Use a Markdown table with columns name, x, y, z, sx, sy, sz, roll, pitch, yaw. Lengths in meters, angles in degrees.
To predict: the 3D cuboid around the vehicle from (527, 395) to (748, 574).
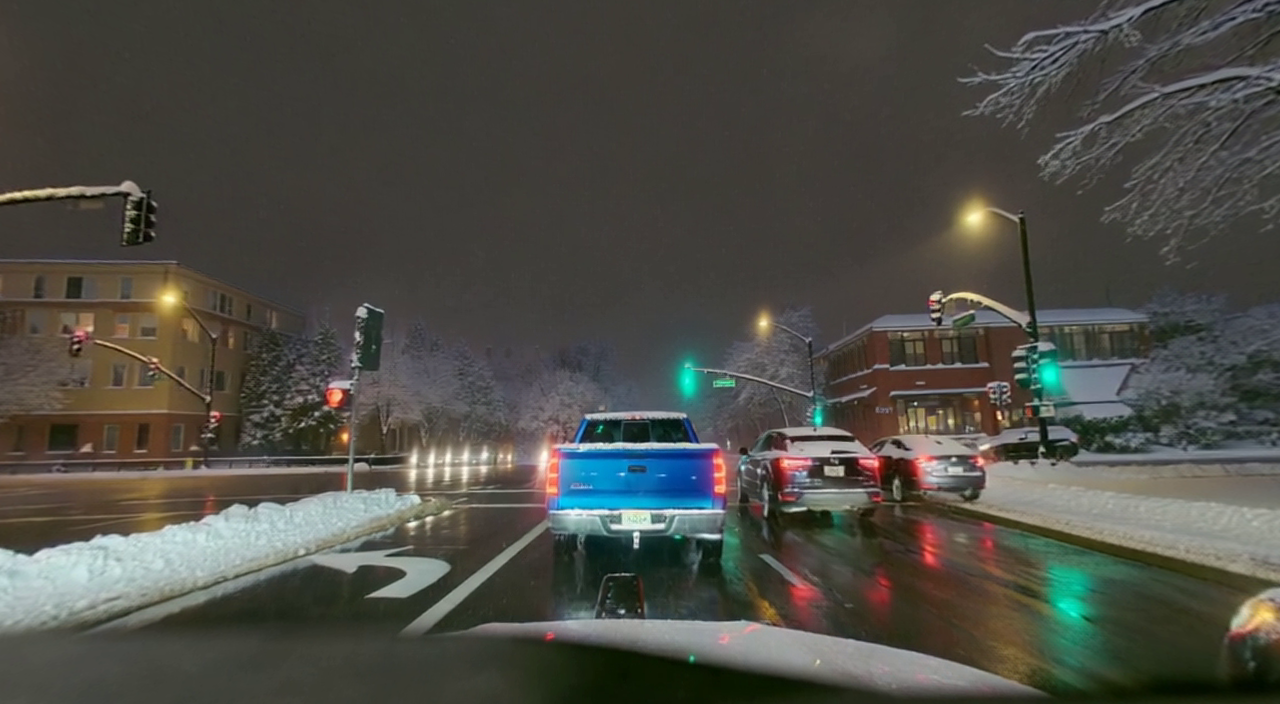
| name | x | y | z | sx | sy | sz | roll | pitch | yaw |
| --- | --- | --- | --- | --- | --- | --- | --- | --- | --- |
| vehicle | -0.125 | 1.740 | 9.071 | 2.344 | 1.883 | 4.572 | 0 | -8 | -3 |

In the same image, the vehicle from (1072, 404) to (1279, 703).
| name | x | y | z | sx | sy | sz | roll | pitch | yaw |
| --- | --- | --- | --- | --- | --- | --- | --- | --- | --- |
| vehicle | 3.247 | 0.735 | 0.965 | 2.057 | 1.463 | 4.365 | 0 | -8 | 0 |

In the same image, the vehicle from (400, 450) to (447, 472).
| name | x | y | z | sx | sy | sz | roll | pitch | yaw |
| --- | --- | --- | --- | --- | --- | --- | --- | --- | --- |
| vehicle | -15.823 | 7.943 | 46.413 | 1.915 | 1.491 | 4.347 | 0 | -8 | 0 |

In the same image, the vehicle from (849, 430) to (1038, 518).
| name | x | y | z | sx | sy | sz | roll | pitch | yaw |
| --- | --- | --- | --- | --- | --- | --- | --- | --- | --- |
| vehicle | 6.510 | 2.643 | 14.227 | 2.002 | 1.651 | 4.305 | 0 | -8 | -2 |

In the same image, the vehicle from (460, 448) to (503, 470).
| name | x | y | z | sx | sy | sz | roll | pitch | yaw |
| --- | --- | --- | --- | --- | --- | --- | --- | --- | --- |
| vehicle | -11.758 | 7.971 | 47.282 | 1.989 | 1.459 | 4.667 | 0 | -8 | 0 |

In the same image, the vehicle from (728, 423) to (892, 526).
| name | x | y | z | sx | sy | sz | roll | pitch | yaw |
| --- | --- | --- | --- | --- | --- | --- | --- | --- | --- |
| vehicle | 3.215 | 2.416 | 13.037 | 2.013 | 1.742 | 4.424 | 0 | -8 | -2 |
